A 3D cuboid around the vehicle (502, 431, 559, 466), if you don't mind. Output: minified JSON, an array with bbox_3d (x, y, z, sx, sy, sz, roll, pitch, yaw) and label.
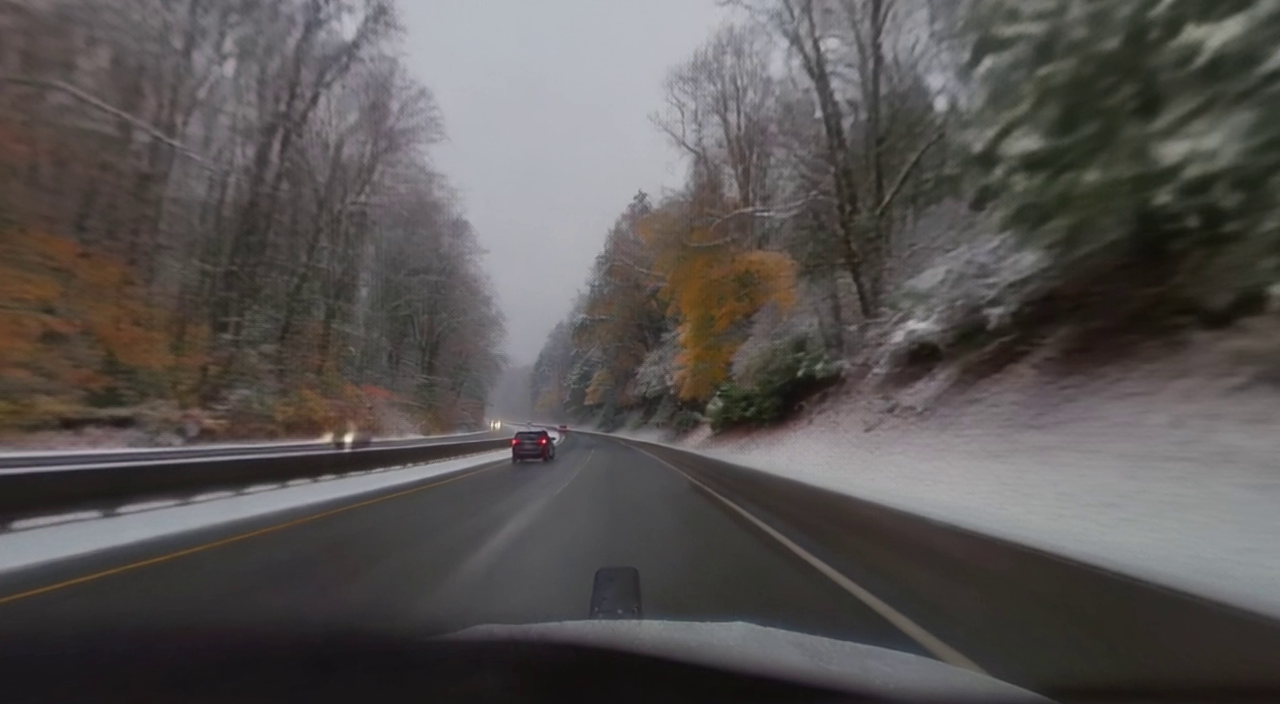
[{"bbox_3d":[-5.176,4.628,30.345,2.073,1.559,4.393,0,-8,-1],"label":"vehicle"}]

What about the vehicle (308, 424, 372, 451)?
[{"bbox_3d":[-18.008,5.161,37.972,1.900,1.517,4.102,0,-8,-1],"label":"vehicle"}]
